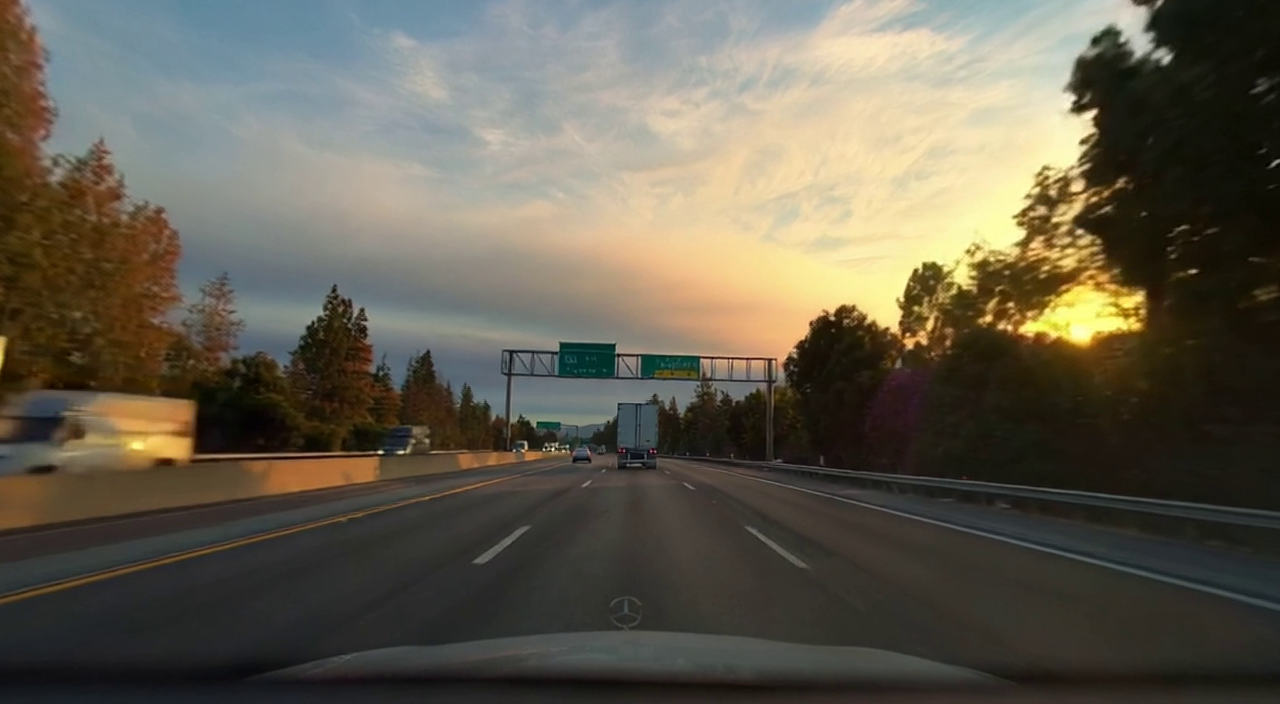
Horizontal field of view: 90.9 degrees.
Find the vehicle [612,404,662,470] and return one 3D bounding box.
[{"bbox_3d":[-0.302,5.952,43.477,2.962,3.953,10.696,0,-9,-1],"label":"vehicle"}]

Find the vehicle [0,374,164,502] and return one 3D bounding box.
[{"bbox_3d":[-13.651,1.850,13.386,2.459,2.466,5.747,0,-9,0],"label":"vehicle"}]

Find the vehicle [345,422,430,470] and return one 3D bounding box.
[{"bbox_3d":[-13.293,5.030,33.666,2.229,2.282,5.782,0,-9,-1],"label":"vehicle"}]
